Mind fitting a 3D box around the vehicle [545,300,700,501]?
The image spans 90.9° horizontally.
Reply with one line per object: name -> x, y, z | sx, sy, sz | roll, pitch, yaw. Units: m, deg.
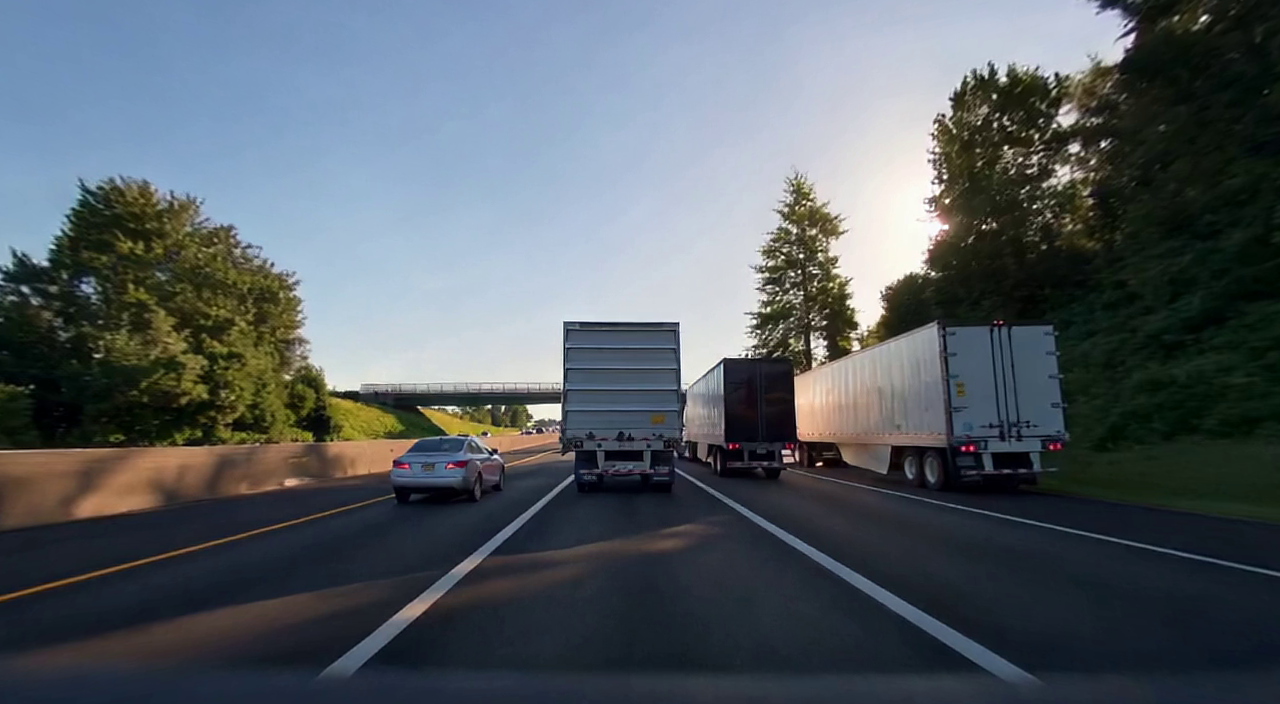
vehicle -> -0.483, 1.663, 18.079 | 3.090, 4.065, 10.702 | 0, -8, -1

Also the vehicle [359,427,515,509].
vehicle -> -4.097, 2.386, 13.478 | 2.049, 1.483, 3.786 | 0, -8, 0

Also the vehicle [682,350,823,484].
vehicle -> 3.648, 2.635, 24.085 | 2.817, 3.886, 11.491 | 0, -8, -2

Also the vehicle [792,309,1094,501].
vehicle -> 7.994, 1.968, 19.984 | 3.000, 4.114, 13.063 | 0, -8, -1
